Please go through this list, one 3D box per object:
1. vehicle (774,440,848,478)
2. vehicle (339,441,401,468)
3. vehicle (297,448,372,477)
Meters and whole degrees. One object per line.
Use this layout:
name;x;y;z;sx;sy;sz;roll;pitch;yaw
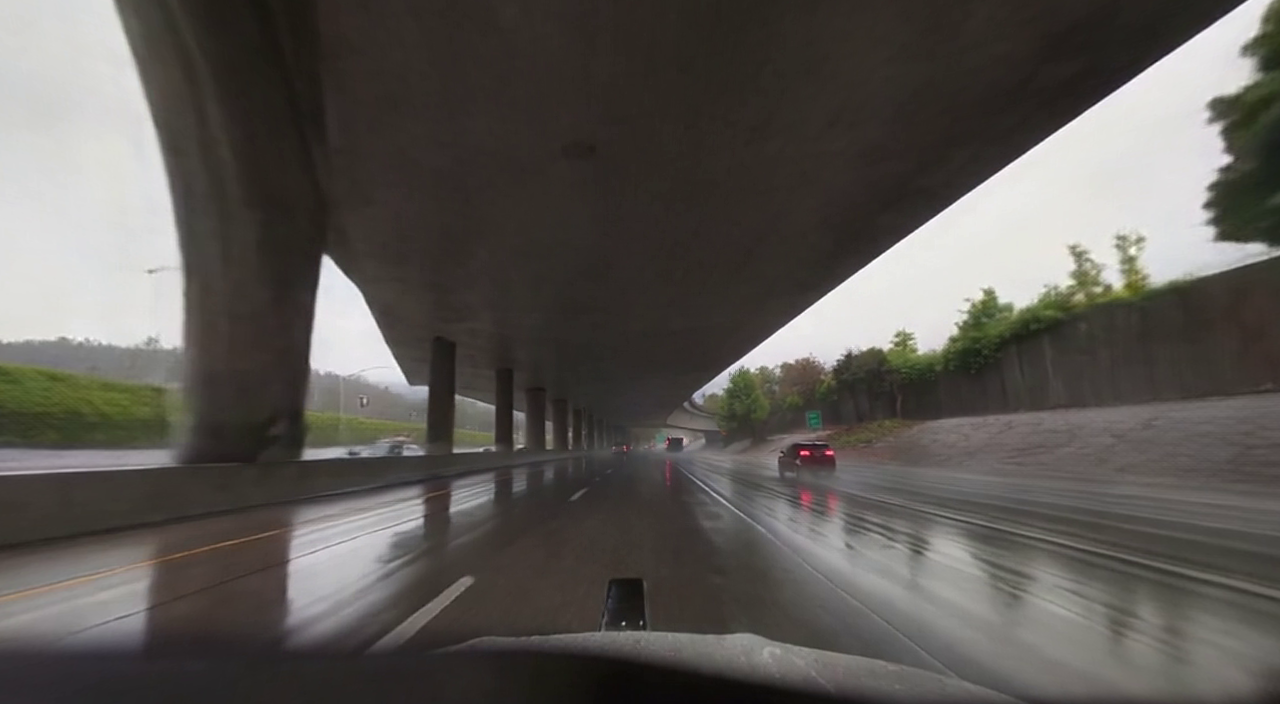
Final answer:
vehicle;7.304;4.600;27.406;1.914;1.465;4.574;0;-9;0
vehicle;-21.096;8.030;49.635;2.254;2.027;5.835;0;-8;1
vehicle;-17.245;6.230;35.870;1.870;1.472;4.610;0;-9;1
